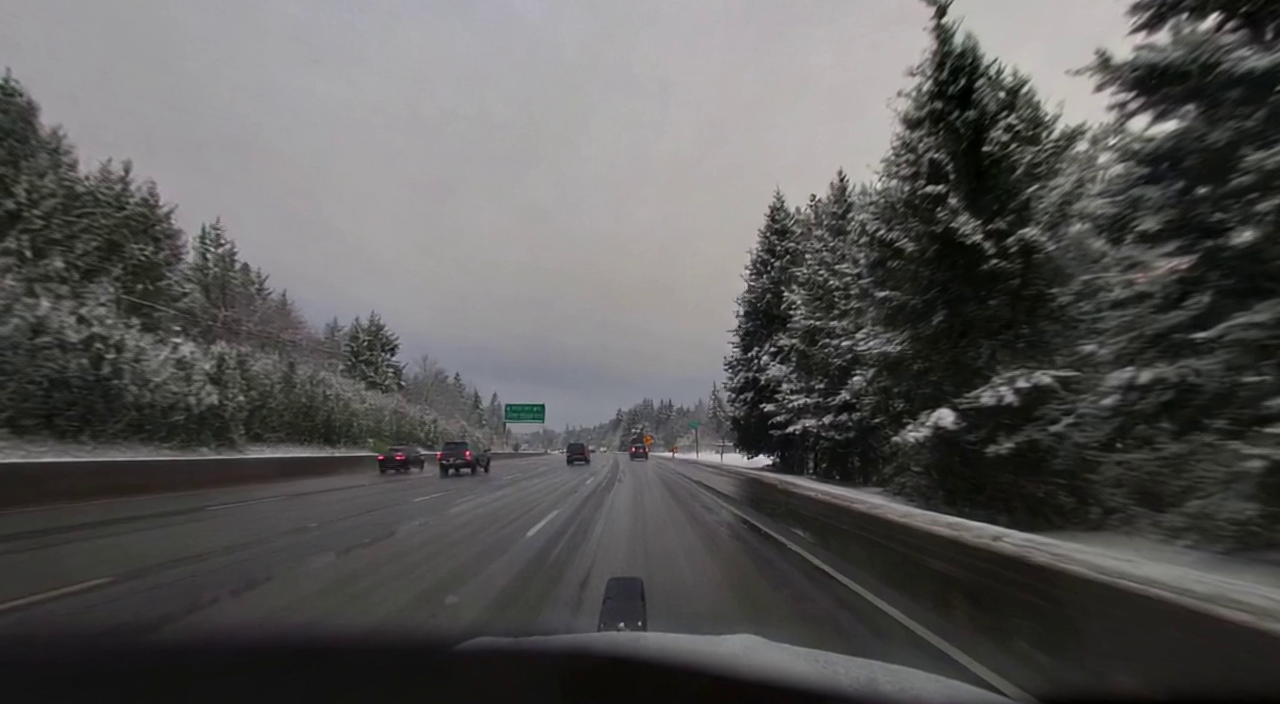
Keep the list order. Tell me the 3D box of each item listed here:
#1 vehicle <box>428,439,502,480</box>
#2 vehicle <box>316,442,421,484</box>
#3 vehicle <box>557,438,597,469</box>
[{"bbox_3d":[-7.579,4.686,27.718,2.015,1.651,4.432,0,-8,0],"label":"vehicle"},{"bbox_3d":[-11.092,4.537,26.149,2.100,1.537,5.092,0,-8,0],"label":"vehicle"},{"bbox_3d":[-3.946,6.464,40.105,2.138,1.833,4.622,0,-8,-1],"label":"vehicle"}]
